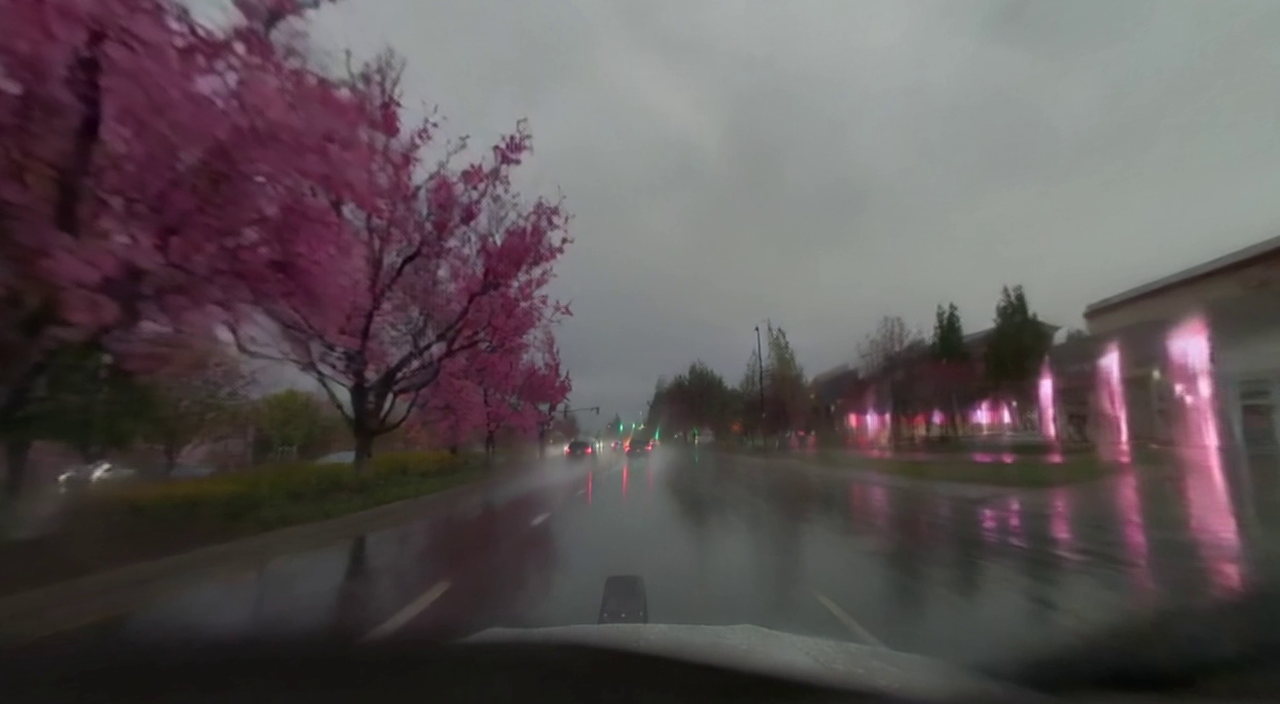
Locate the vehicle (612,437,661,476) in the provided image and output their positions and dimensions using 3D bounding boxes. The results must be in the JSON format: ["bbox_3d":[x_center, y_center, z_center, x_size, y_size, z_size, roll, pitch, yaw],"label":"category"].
[{"bbox_3d":[-0.080,4.934,29.999,2.149,1.701,4.379,0,-8,2],"label":"vehicle"}]

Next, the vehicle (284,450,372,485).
[{"bbox_3d":[-14.666,5.426,29.804,1.838,1.458,4.336,0,-8,1],"label":"vehicle"}]

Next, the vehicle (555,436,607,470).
[{"bbox_3d":[-3.371,5.874,36.908,2.453,1.844,4.751,0,-8,1],"label":"vehicle"}]
